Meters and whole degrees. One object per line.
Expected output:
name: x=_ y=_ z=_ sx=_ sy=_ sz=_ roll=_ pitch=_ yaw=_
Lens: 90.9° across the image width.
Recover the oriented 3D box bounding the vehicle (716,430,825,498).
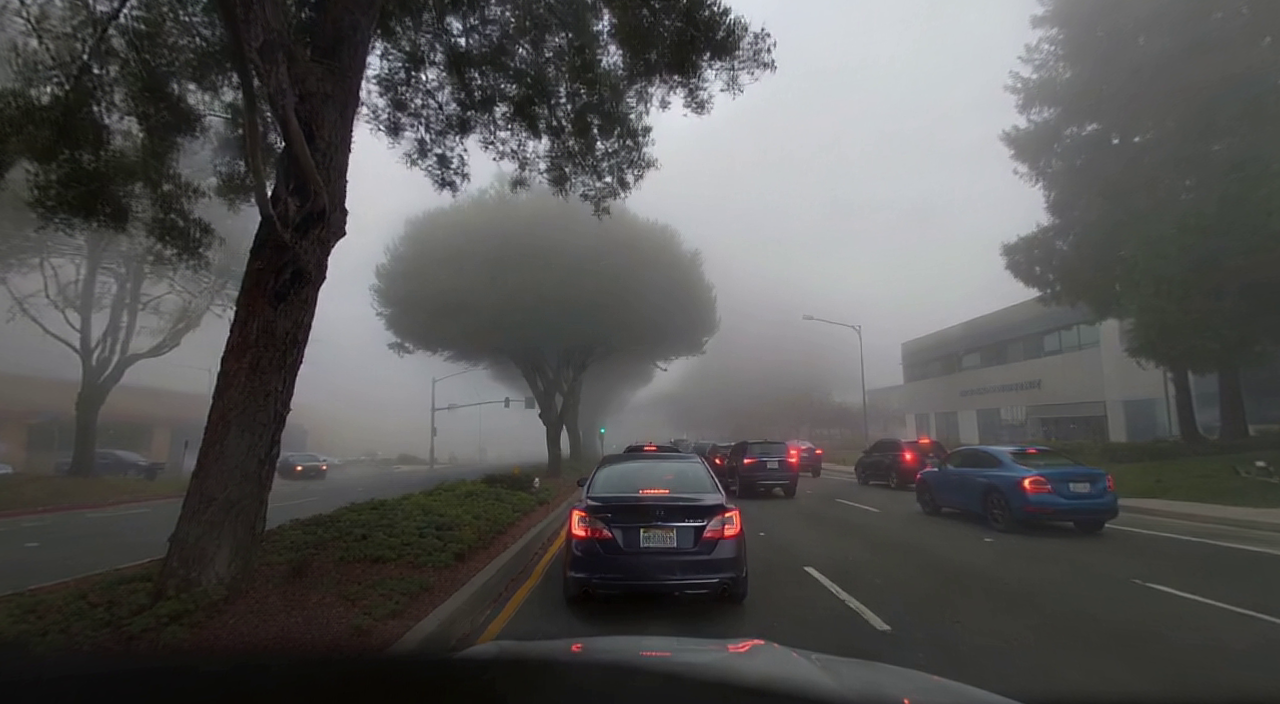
vehicle: x=3.626 y=3.201 z=18.454 sx=2.114 sy=1.736 sz=4.553 roll=0 pitch=-8 yaw=-1

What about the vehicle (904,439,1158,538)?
vehicle: x=6.848 y=2.394 z=11.785 sx=1.911 sy=1.468 sz=4.417 roll=0 pitch=-8 yaw=0

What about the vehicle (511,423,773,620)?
vehicle: x=-0.013 y=1.604 z=7.017 sx=1.977 sy=1.465 sz=4.376 roll=0 pitch=-8 yaw=-1

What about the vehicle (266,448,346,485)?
vehicle: x=-17.677 y=5.988 z=33.281 sx=4.428 sy=1.743 sz=2.163 roll=-7 pitch=-11 yaw=40
